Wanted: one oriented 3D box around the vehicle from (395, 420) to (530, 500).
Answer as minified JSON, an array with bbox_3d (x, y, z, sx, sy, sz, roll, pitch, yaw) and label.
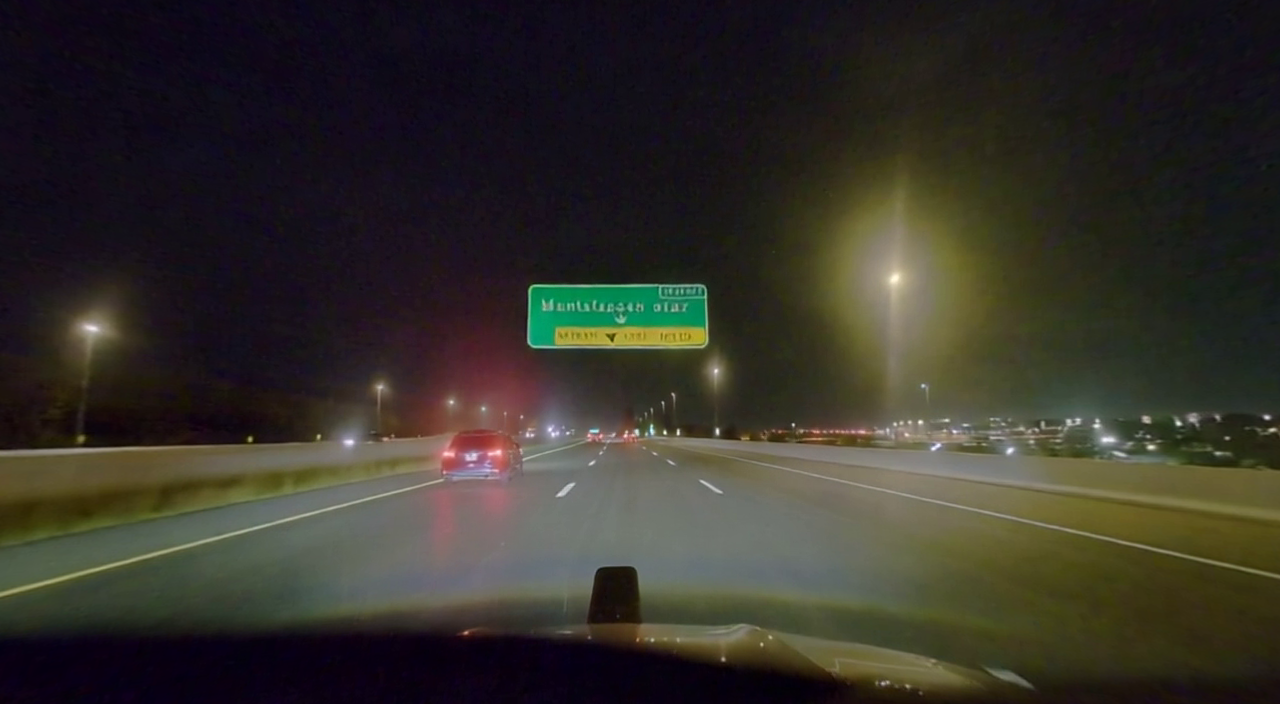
[{"bbox_3d":[-3.979,2.474,14.957,2.062,1.591,4.156,0,-8,-1],"label":"vehicle"}]
